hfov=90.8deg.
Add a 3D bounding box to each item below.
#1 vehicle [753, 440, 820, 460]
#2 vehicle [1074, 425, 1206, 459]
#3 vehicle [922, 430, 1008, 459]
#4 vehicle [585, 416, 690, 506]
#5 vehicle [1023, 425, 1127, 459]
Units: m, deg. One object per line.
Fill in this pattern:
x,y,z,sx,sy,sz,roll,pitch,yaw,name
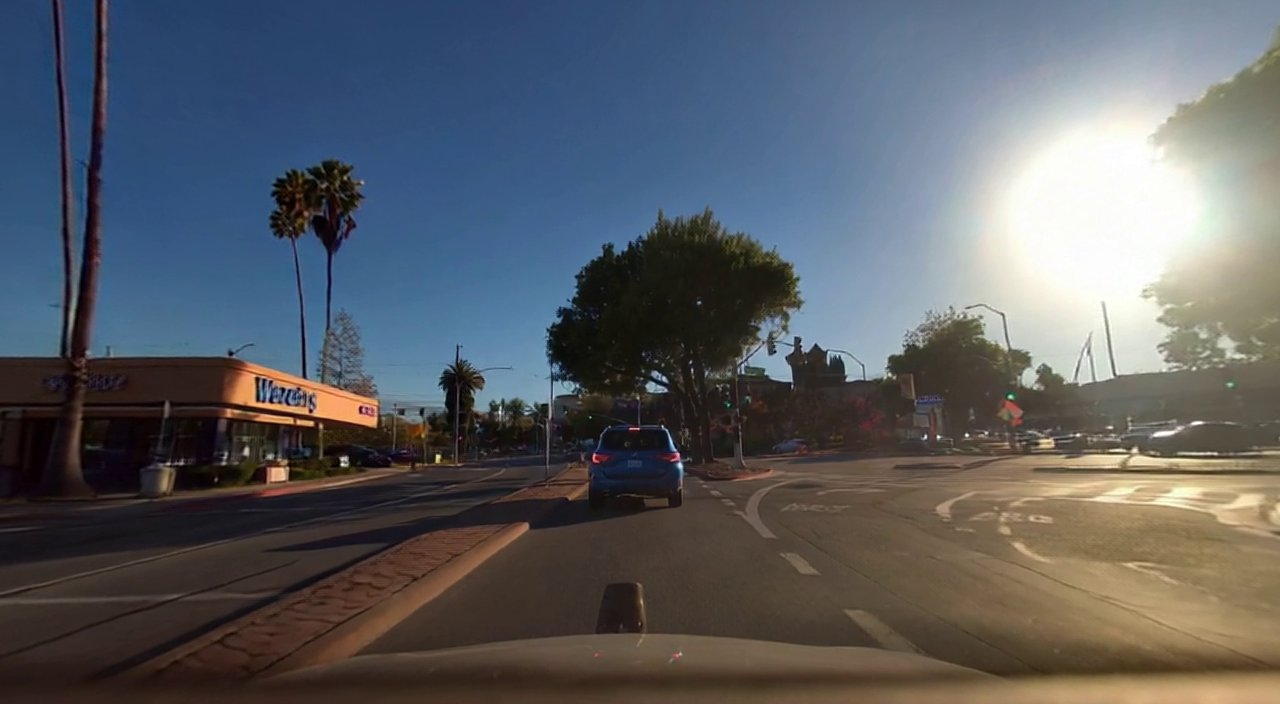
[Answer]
11.275,7.567,48.904,4.665,1.467,1.833,-6,-10,34,vehicle
29.103,5.293,37.109,5.809,1.839,1.957,-6,-10,34,vehicle
21.691,6.187,42.249,4.852,1.847,1.983,-6,-10,33,vehicle
-0.004,2.709,16.036,2.263,1.932,4.709,0,-8,1,vehicle
24.703,5.140,36.047,4.641,1.778,1.958,-6,-10,33,vehicle
